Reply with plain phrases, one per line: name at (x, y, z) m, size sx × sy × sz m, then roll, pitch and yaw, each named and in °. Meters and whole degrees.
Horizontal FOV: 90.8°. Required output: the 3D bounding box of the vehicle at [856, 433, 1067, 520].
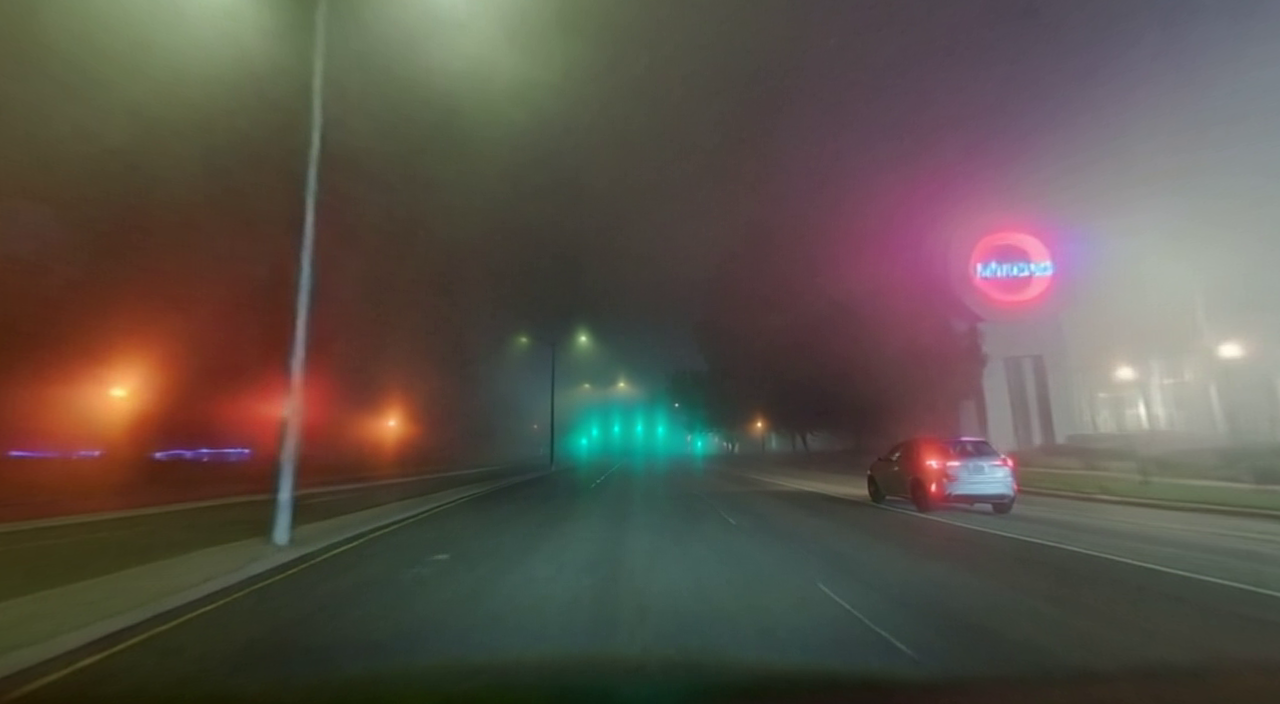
vehicle at (6.411, 2.528, 13.384) m, size 1.913 × 1.504 × 4.738 m, roll 0°, pitch -9°, yaw -1°

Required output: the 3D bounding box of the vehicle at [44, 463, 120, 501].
vehicle at (-27.590, 6.335, 31.171) m, size 4.967 × 1.587 × 2.096 m, roll -8°, pitch -12°, yaw 42°

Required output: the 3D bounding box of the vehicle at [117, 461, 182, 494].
vehicle at (-27.240, 6.897, 35.008) m, size 5.281 × 1.586 × 1.979 m, roll -8°, pitch -12°, yaw 43°
